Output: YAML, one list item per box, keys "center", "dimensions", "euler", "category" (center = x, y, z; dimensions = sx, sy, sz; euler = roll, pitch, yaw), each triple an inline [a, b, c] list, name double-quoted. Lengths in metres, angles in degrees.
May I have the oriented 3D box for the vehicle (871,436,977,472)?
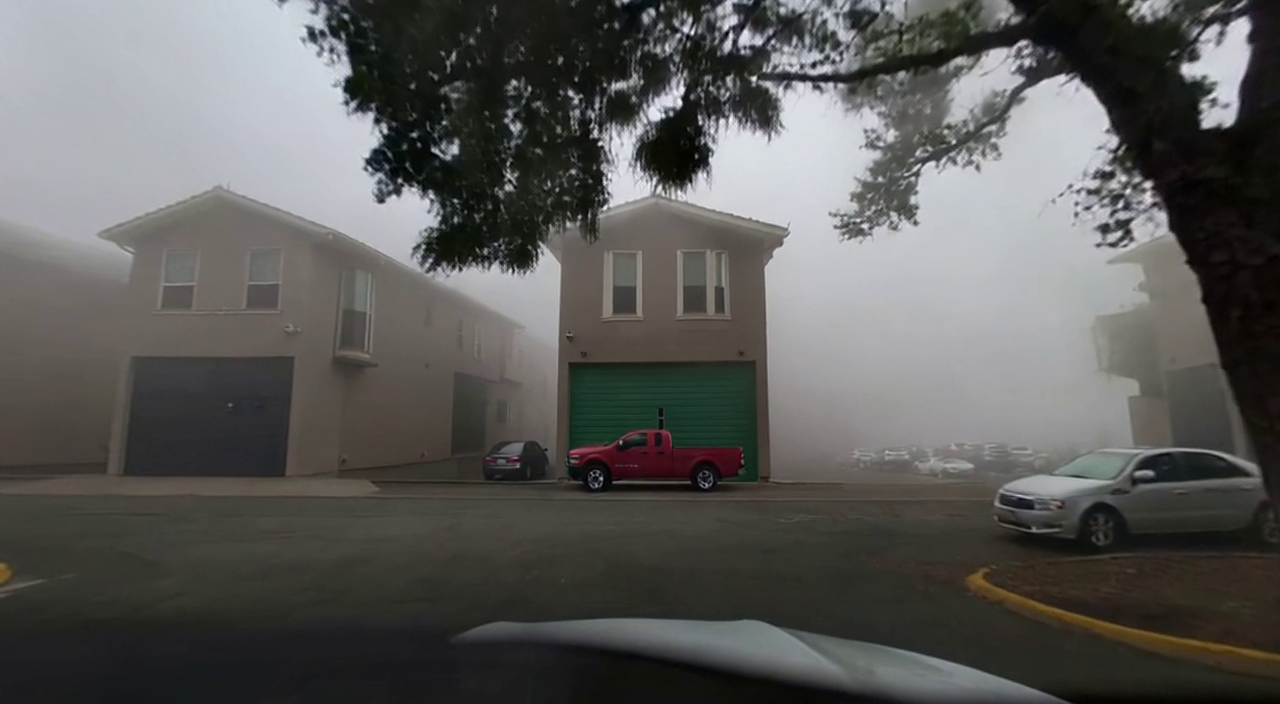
- center: [14.518, 5.231, 32.444]
  dimensions: [4.383, 1.784, 2.211]
  euler: [0, -8, 0]
  category: "vehicle"

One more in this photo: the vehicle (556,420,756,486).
- center: [0.446, 2.997, 18.856]
  dimensions: [5.600, 1.835, 2.161]
  euler: [0, -8, -1]
  category: "vehicle"

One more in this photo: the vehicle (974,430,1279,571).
- center: [7.535, 2.036, 9.307]
  dimensions: [4.074, 1.617, 2.112]
  euler: [0, -4, -8]
  category: "vehicle"

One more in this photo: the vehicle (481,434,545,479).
- center: [-5.358, 4.406, 27.057]
  dimensions: [1.869, 1.460, 3.826]
  euler: [-3, -4, 1]
  category: "vehicle"
